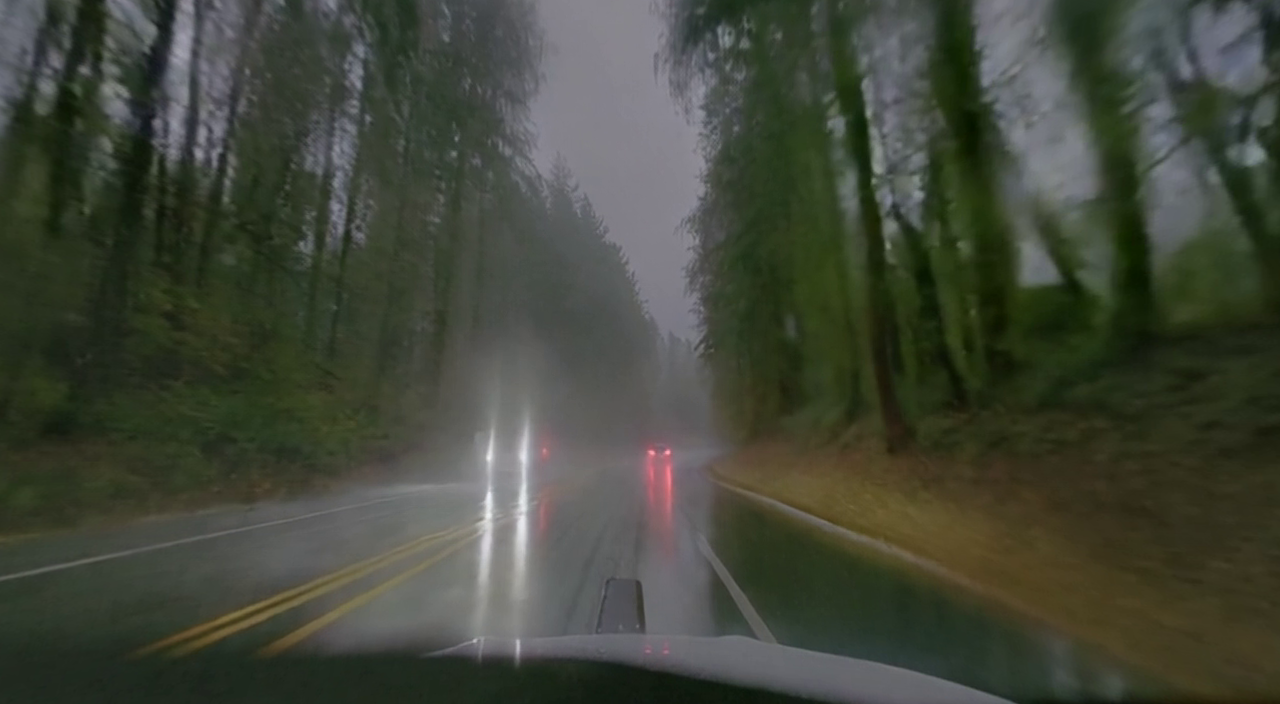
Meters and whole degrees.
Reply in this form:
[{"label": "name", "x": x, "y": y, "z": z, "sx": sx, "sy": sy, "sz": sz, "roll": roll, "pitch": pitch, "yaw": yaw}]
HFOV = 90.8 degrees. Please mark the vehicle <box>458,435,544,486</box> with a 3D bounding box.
[{"label": "vehicle", "x": -5.066, "y": 4.015, "z": 23.669, "sx": 2.140, "sy": 1.727, "sz": 4.202, "roll": 0, "pitch": -9, "yaw": 2}]
